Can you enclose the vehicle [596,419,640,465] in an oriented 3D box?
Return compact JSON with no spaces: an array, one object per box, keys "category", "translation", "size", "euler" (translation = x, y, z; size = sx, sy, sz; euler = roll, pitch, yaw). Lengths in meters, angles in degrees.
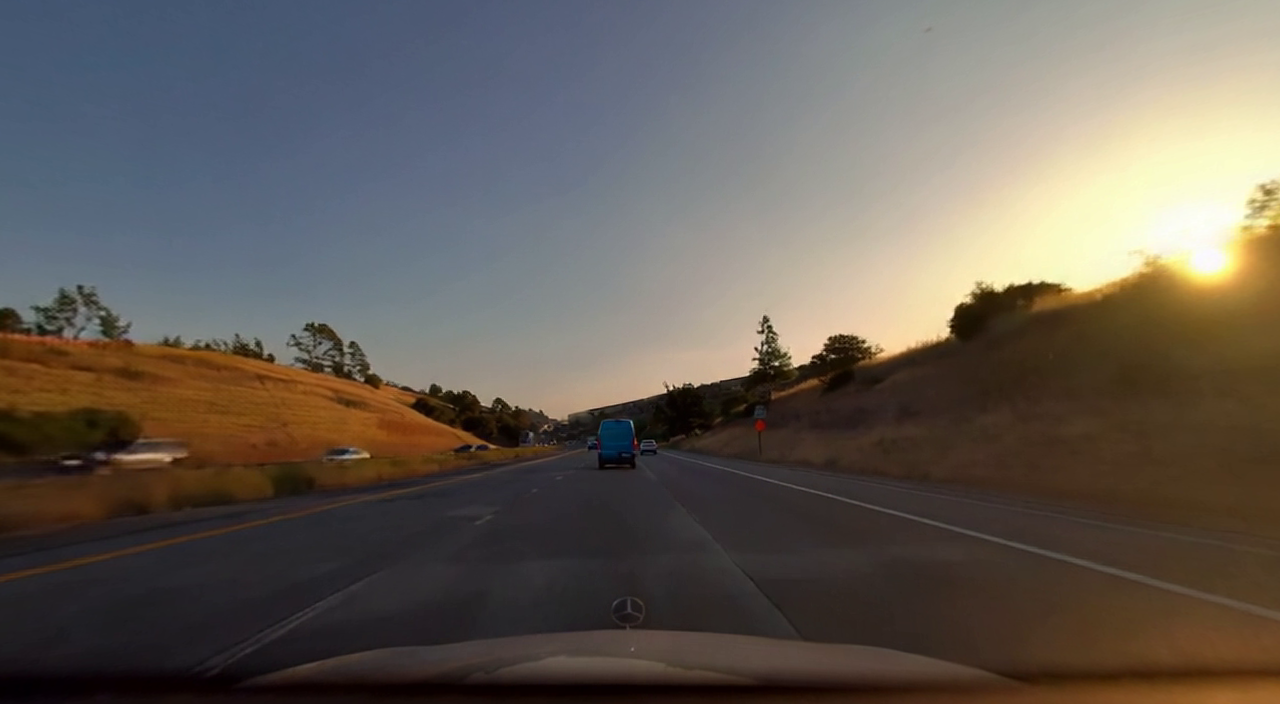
[{"category":"vehicle","translation":[-1.229,5.256,36.657],"size":[2.329,2.483,5.428],"euler":[0,-8,-1]}]
